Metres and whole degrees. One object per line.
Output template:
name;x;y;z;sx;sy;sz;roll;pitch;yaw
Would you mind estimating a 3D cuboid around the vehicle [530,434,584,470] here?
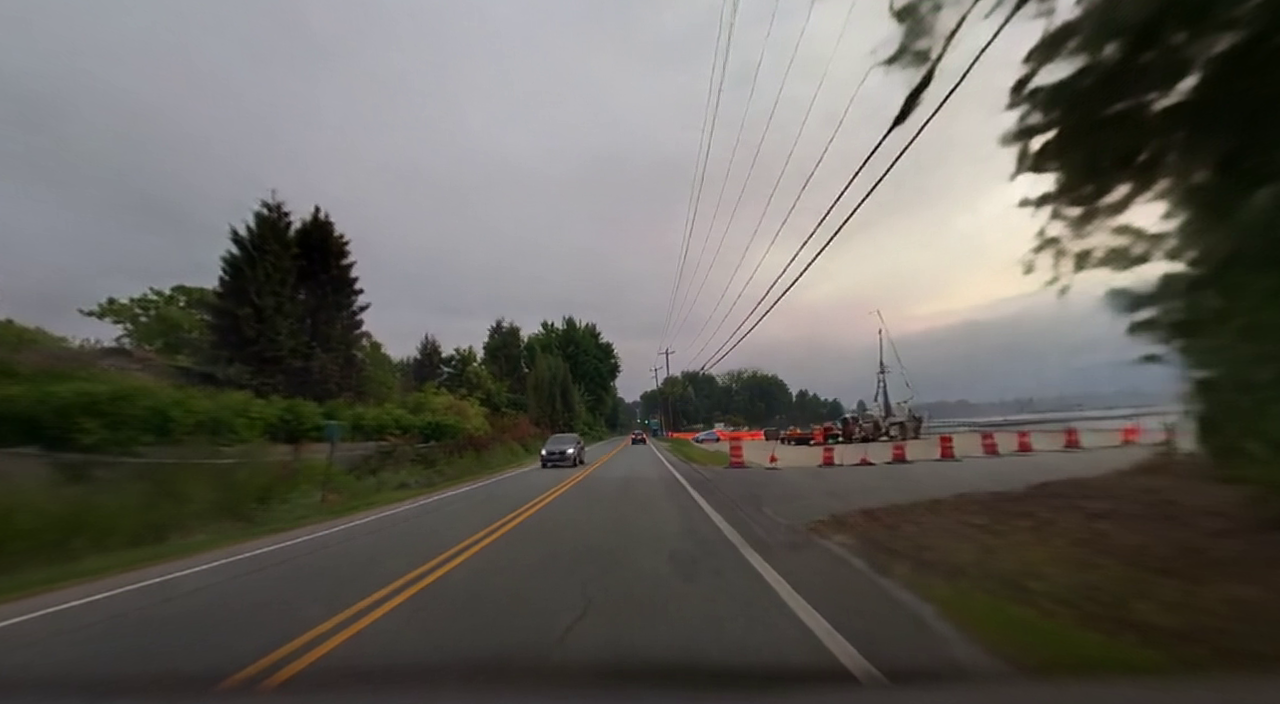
vehicle;-3.933;4.843;30.651;2.020;1.631;4.054;0;-8;1
